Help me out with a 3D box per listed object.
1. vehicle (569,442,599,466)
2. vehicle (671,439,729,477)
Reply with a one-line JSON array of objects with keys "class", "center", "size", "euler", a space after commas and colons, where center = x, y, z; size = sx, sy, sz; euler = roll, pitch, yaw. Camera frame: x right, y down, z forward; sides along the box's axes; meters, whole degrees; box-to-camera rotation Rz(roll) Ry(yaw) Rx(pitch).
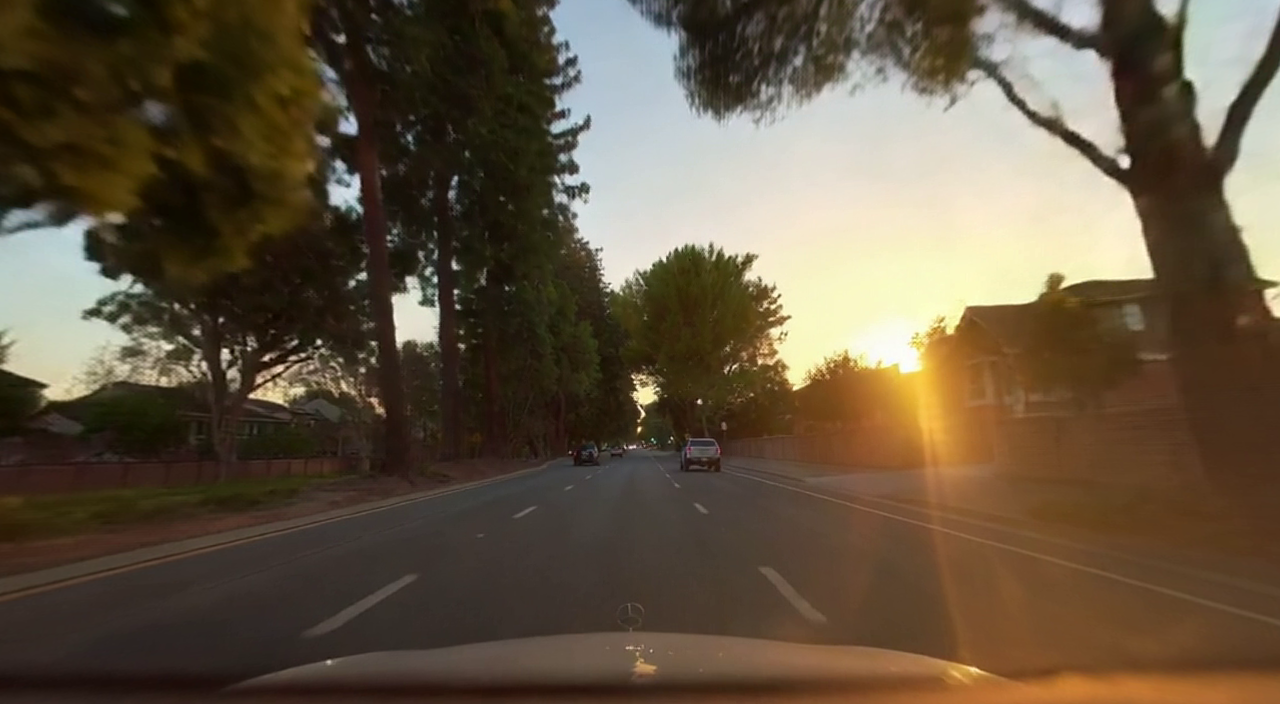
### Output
[{"class": "vehicle", "center": [-4.385, 8.038, 49.983], "size": [2.002, 1.747, 4.728], "euler": [0, -8, -1]}, {"class": "vehicle", "center": [2.821, 5.110, 30.744], "size": [2.321, 1.695, 5.037], "euler": [0, -8, 0]}]
